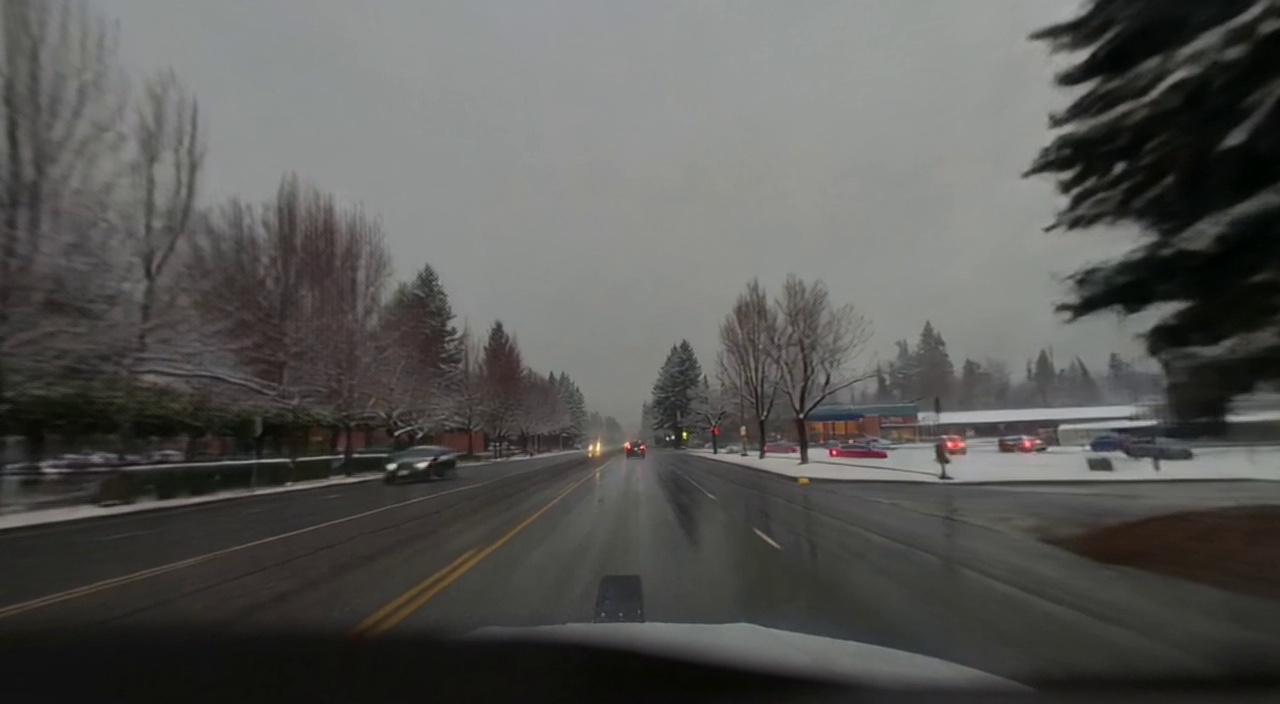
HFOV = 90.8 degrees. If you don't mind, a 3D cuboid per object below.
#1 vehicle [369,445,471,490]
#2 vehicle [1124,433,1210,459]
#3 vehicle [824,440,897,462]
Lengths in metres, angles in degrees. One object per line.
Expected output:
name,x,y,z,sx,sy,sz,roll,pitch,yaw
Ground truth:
vehicle,-7.815,4.114,22.965,1.969,1.462,4.425,-1,-8,2
vehicle,31.678,5.645,38.142,1.739,1.473,3.844,0,-8,-3
vehicle,16.676,7.512,47.934,4.665,1.570,2.080,0,-8,-1
